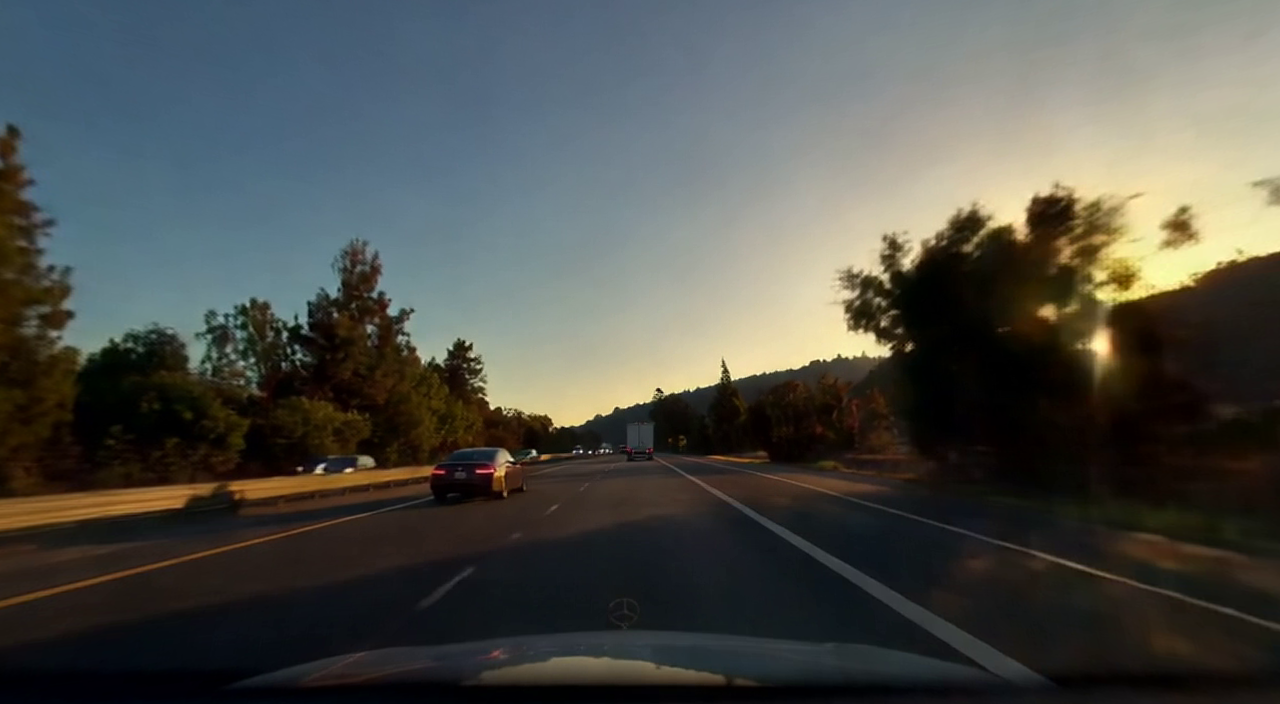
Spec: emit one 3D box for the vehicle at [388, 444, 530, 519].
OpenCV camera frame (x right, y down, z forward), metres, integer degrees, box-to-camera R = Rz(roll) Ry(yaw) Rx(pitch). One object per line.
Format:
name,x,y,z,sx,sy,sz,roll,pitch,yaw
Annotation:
vehicle,-3.918,2.875,14.489,1.955,1.438,4.100,-1,-9,1

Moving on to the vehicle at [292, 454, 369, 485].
vehicle,-16.587,6.301,34.110,1.847,1.470,4.497,-1,-9,1
